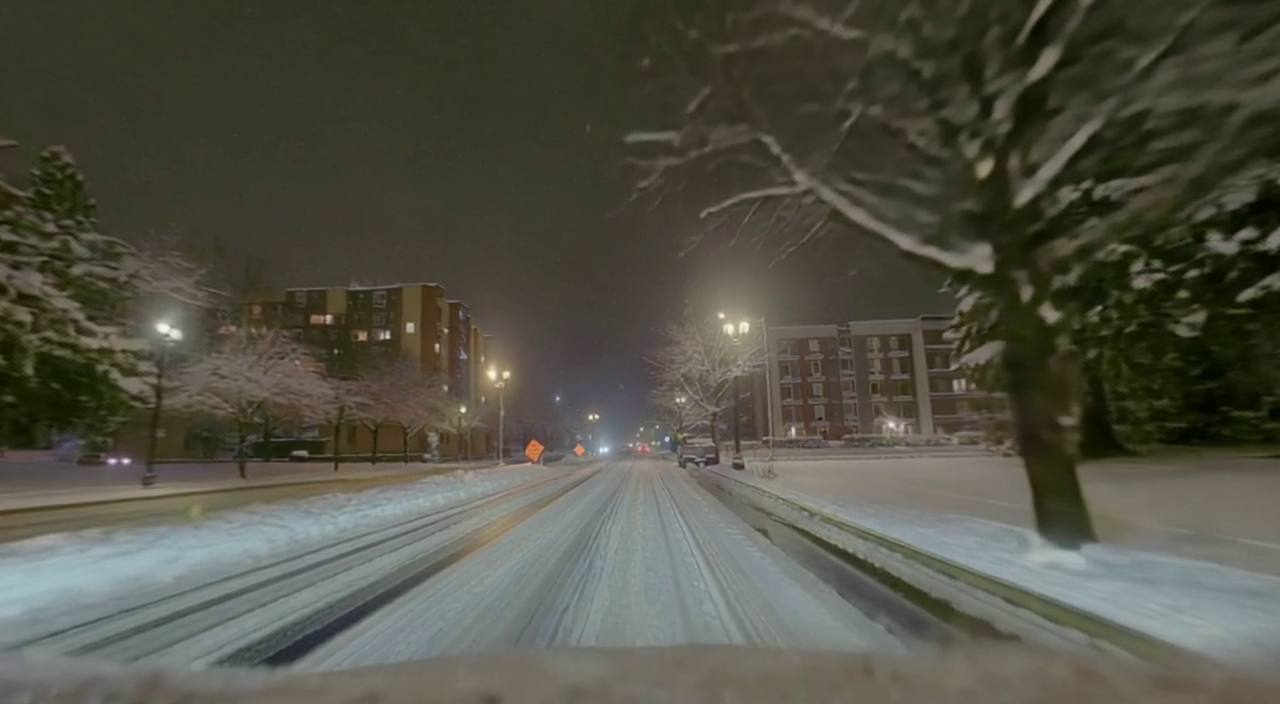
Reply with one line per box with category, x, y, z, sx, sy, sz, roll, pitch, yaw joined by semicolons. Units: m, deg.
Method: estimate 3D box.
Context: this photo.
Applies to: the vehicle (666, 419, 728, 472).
vehicle;3.061;5.113;34.694;2.849;2.686;3.176;-1;-8;-4
